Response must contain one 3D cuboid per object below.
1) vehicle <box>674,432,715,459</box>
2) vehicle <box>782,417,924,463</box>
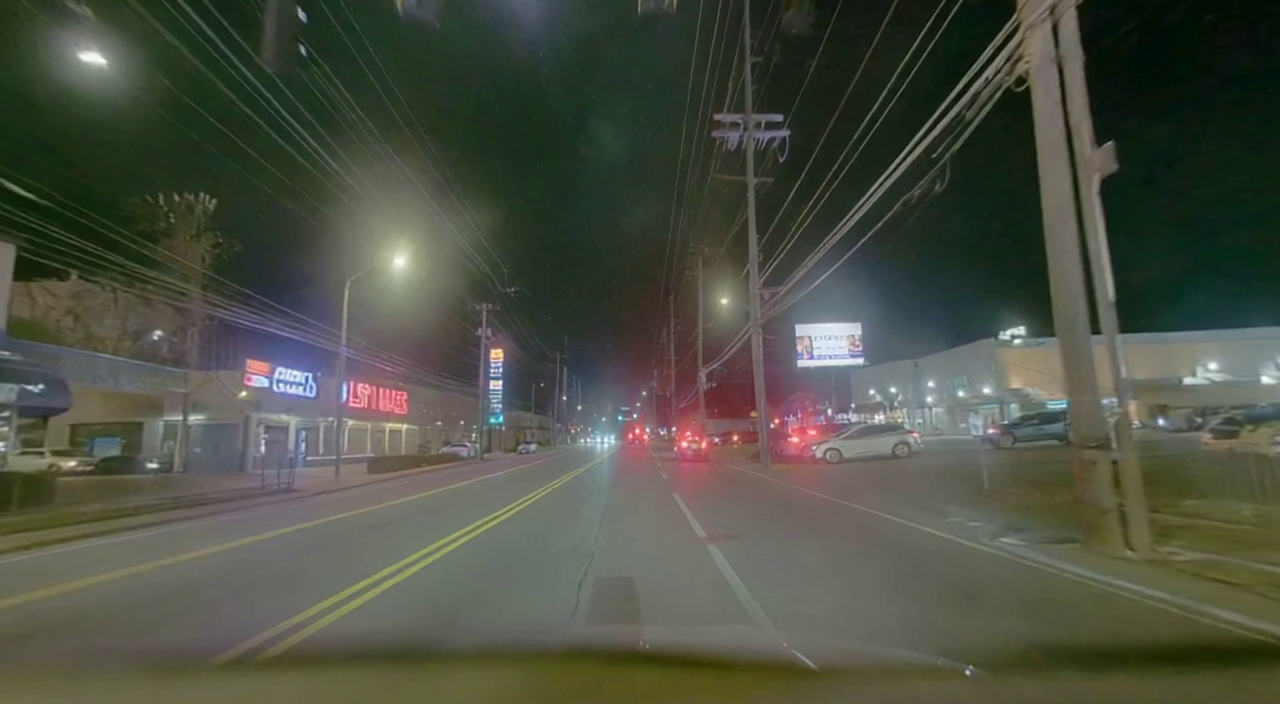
[{"bbox_3d":[3.171,5.534,37.391,1.926,1.482,4.442,0,-8,-1],"label":"vehicle"},{"bbox_3d":[9.873,4.134,29.711,5.771,2.013,2.414,-1,-8,-1],"label":"vehicle"}]
